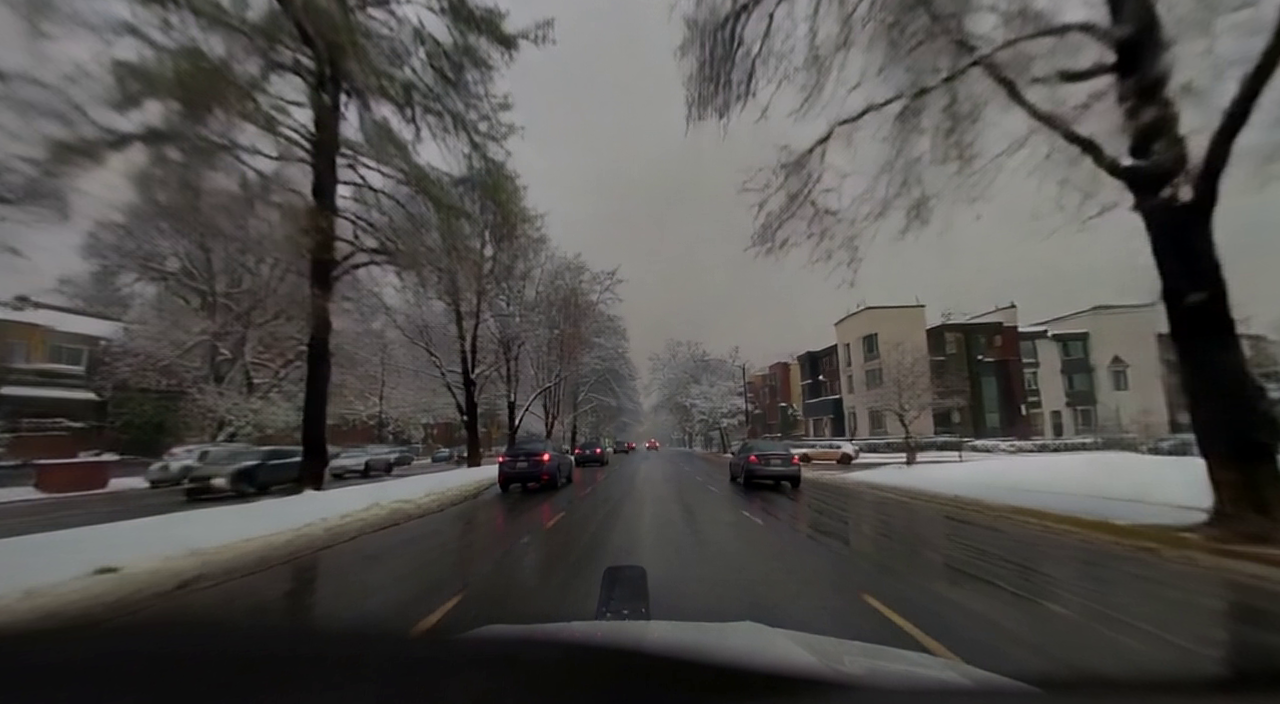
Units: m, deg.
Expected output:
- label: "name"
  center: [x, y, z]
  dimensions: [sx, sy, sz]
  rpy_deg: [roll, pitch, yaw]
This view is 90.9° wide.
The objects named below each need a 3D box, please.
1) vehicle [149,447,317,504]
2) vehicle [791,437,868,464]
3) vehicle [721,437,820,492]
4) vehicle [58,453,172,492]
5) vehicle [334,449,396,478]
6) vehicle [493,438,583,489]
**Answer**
- label: "vehicle"
  center: [-12.324, 3.720, 19.579]
  dimensions: [2.000, 1.504, 4.720]
  rpy_deg: [0, -8, 1]
- label: "vehicle"
  center: [12.581, 6.539, 42.097]
  dimensions: [4.717, 1.733, 1.994]
  rpy_deg: [-2, -8, 10]
- label: "vehicle"
  center: [3.834, 3.367, 19.375]
  dimensions: [2.010, 1.486, 4.498]
  rpy_deg: [0, -8, -1]
- label: "vehicle"
  center: [-26.894, 6.143, 32.544]
  dimensions: [1.928, 1.764, 4.599]
  rpy_deg: [0, -8, -1]
- label: "vehicle"
  center: [-15.837, 6.426, 36.475]
  dimensions: [1.804, 1.502, 3.839]
  rpy_deg: [0, -8, 1]
- label: "vehicle"
  center: [-3.156, 3.542, 20.465]
  dimensions: [2.053, 1.480, 4.381]
  rpy_deg: [0, -8, 2]
